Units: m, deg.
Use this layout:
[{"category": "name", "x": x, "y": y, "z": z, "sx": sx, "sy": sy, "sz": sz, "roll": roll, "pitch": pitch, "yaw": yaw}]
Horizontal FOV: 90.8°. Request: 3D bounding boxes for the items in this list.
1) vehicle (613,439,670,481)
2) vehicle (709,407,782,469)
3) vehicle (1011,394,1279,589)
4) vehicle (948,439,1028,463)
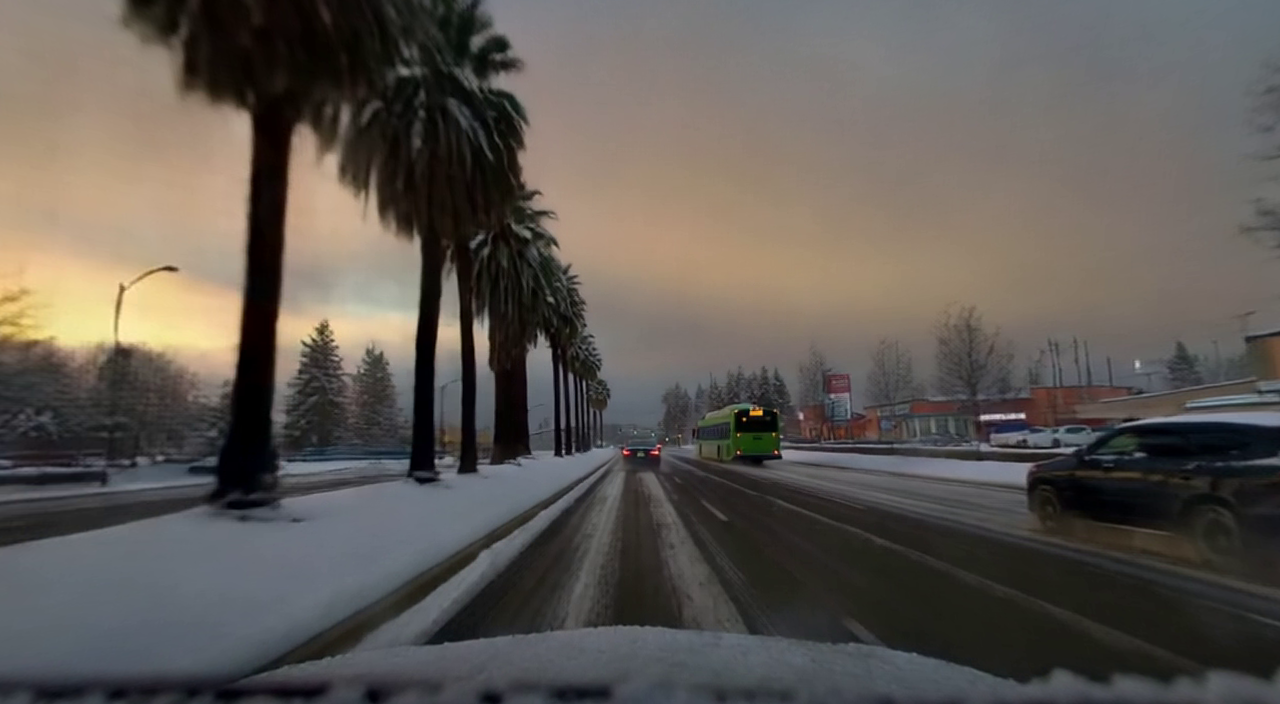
[{"category": "vehicle", "x": 0.016, "y": 4.234, "z": 24.960, "sx": 2.065, "sy": 1.477, "sz": 4.306, "roll": 0, "pitch": -9, "yaw": -1}, {"category": "vehicle", "x": 6.350, "y": 5.460, "z": 39.559, "sx": 2.795, "sy": 3.383, "sz": 9.287, "roll": 0, "pitch": -9, "yaw": -1}, {"category": "vehicle", "x": 6.567, "y": 1.495, "z": 7.268, "sx": 2.031, "sy": 1.670, "sz": 4.154, "roll": 0, "pitch": -9, "yaw": 0}, {"category": "vehicle", "x": 23.079, "y": 6.611, "z": 42.000, "sx": 4.229, "sy": 1.428, "sz": 1.883, "roll": 1, "pitch": -9, "yaw": 0}]
